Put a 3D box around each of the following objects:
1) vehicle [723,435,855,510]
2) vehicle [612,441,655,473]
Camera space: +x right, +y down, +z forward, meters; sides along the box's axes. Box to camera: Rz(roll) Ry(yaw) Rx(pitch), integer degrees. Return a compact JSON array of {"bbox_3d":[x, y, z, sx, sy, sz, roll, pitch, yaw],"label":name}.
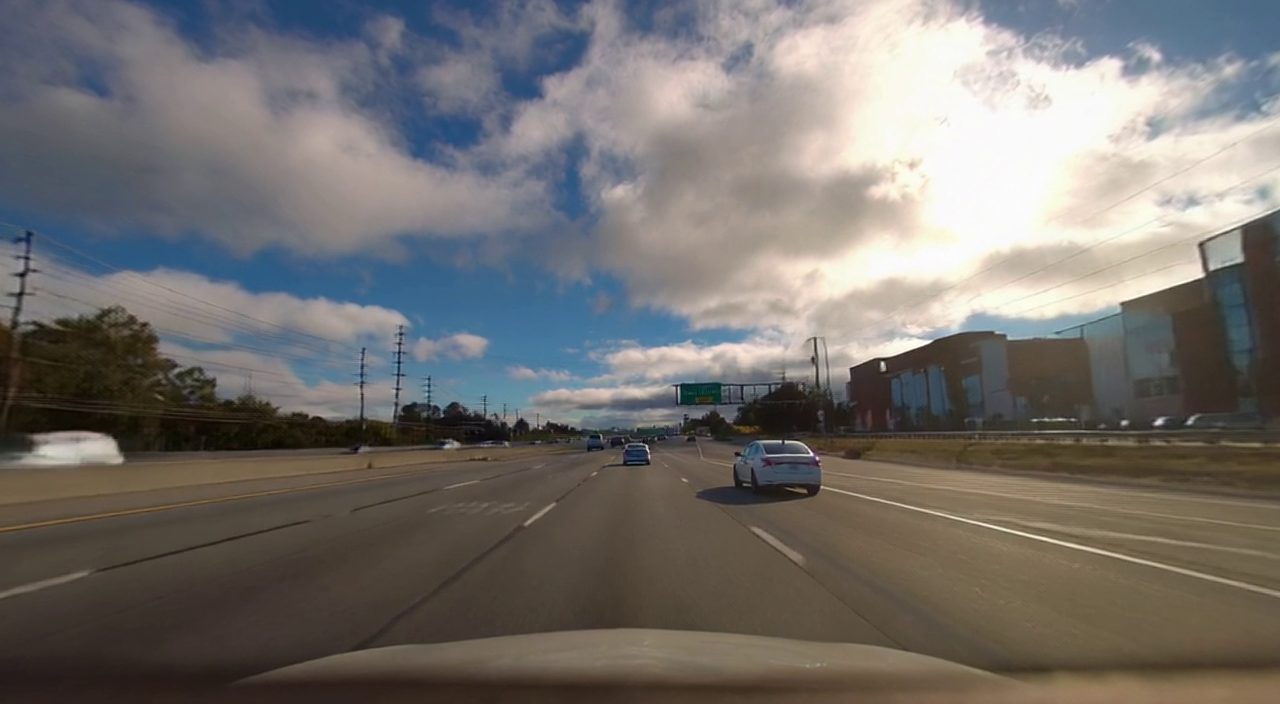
[{"bbox_3d":[3.366,2.812,15.225,1.995,1.533,4.463,0,-8,-2],"label":"vehicle"},{"bbox_3d":[-0.346,5.191,31.375,2.019,1.472,3.971,0,-8,-1],"label":"vehicle"}]
